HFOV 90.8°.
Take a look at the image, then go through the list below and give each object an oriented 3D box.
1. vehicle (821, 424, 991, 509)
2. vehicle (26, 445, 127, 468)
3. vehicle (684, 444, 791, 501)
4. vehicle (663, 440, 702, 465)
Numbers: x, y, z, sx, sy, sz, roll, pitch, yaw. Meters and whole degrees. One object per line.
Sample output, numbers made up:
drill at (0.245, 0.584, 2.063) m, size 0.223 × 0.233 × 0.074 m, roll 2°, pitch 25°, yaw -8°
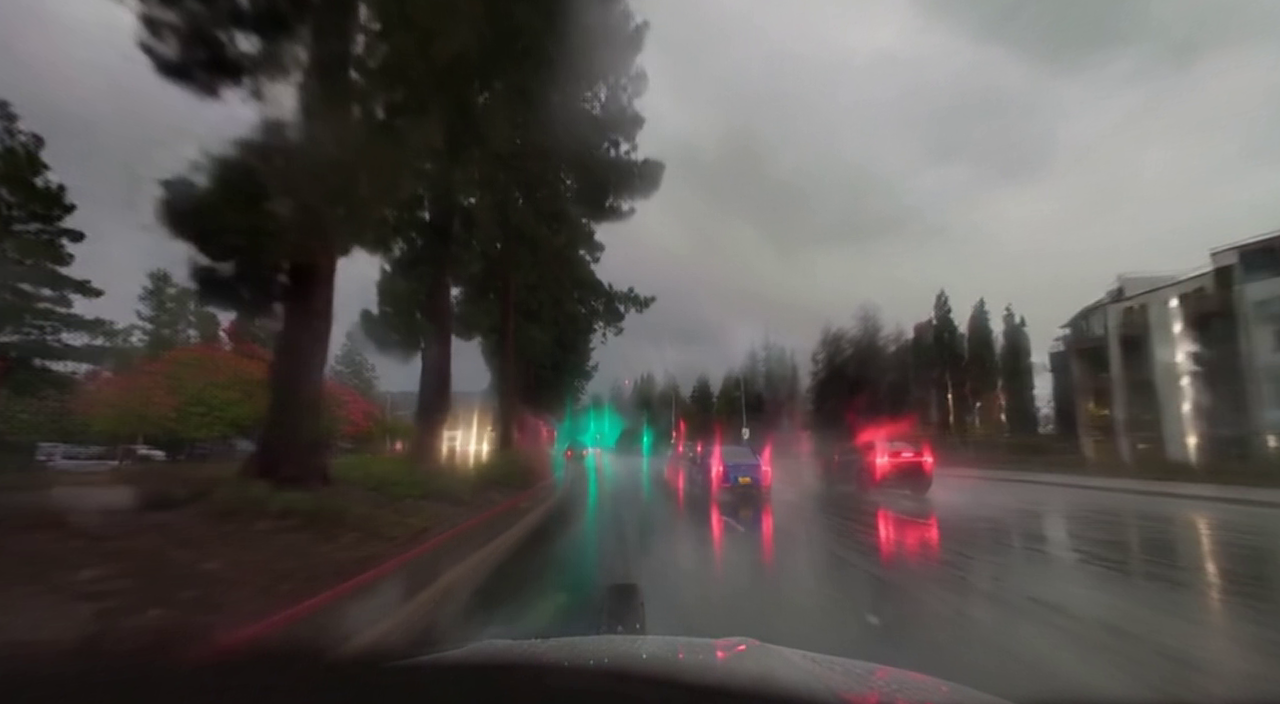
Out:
vehicle at (6.123, 2.684, 15.257) m, size 1.987 × 1.730 × 4.373 m, roll 0°, pitch -8°, yaw -3°
vehicle at (-37.608, 6.981, 42.271) m, size 4.708 × 1.480 × 1.935 m, roll 1°, pitch -9°, yaw -6°
vehicle at (2.517, 3.241, 17.540) m, size 1.990 × 1.347 × 4.388 m, roll 0°, pitch -8°, yaw -4°
vehicle at (2.969, 7.125, 44.837) m, size 1.931 × 1.685 × 4.054 m, roll 1°, pitch -9°, yaw -9°
